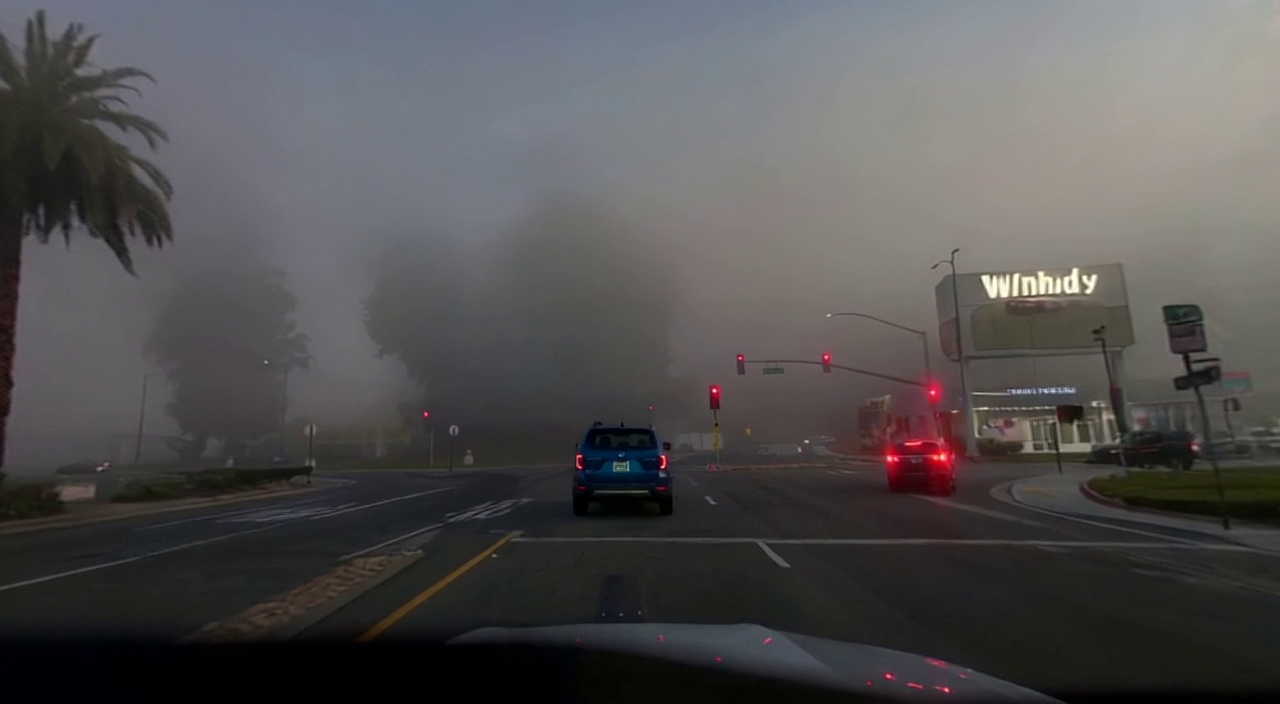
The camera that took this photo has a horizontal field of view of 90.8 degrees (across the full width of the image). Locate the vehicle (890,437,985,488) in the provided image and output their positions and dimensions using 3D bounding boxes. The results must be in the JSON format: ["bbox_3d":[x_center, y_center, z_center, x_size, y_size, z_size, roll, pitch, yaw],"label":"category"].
[{"bbox_3d":[10.592,3.831,22.316,2.086,1.560,4.542,-6,-10,36],"label":"vehicle"}]

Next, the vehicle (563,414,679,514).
[{"bbox_3d":[-0.312,2.545,14.812,2.263,1.932,4.709,0,-8,2],"label":"vehicle"}]

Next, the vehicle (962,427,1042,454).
[{"bbox_3d":[25.294,6.190,44.205,4.641,1.778,1.958,-6,-10,33],"label":"vehicle"}]

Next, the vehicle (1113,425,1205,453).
[{"bbox_3d":[32.305,5.444,39.485,4.167,1.655,1.841,-5,-10,32],"label":"vehicle"}]
